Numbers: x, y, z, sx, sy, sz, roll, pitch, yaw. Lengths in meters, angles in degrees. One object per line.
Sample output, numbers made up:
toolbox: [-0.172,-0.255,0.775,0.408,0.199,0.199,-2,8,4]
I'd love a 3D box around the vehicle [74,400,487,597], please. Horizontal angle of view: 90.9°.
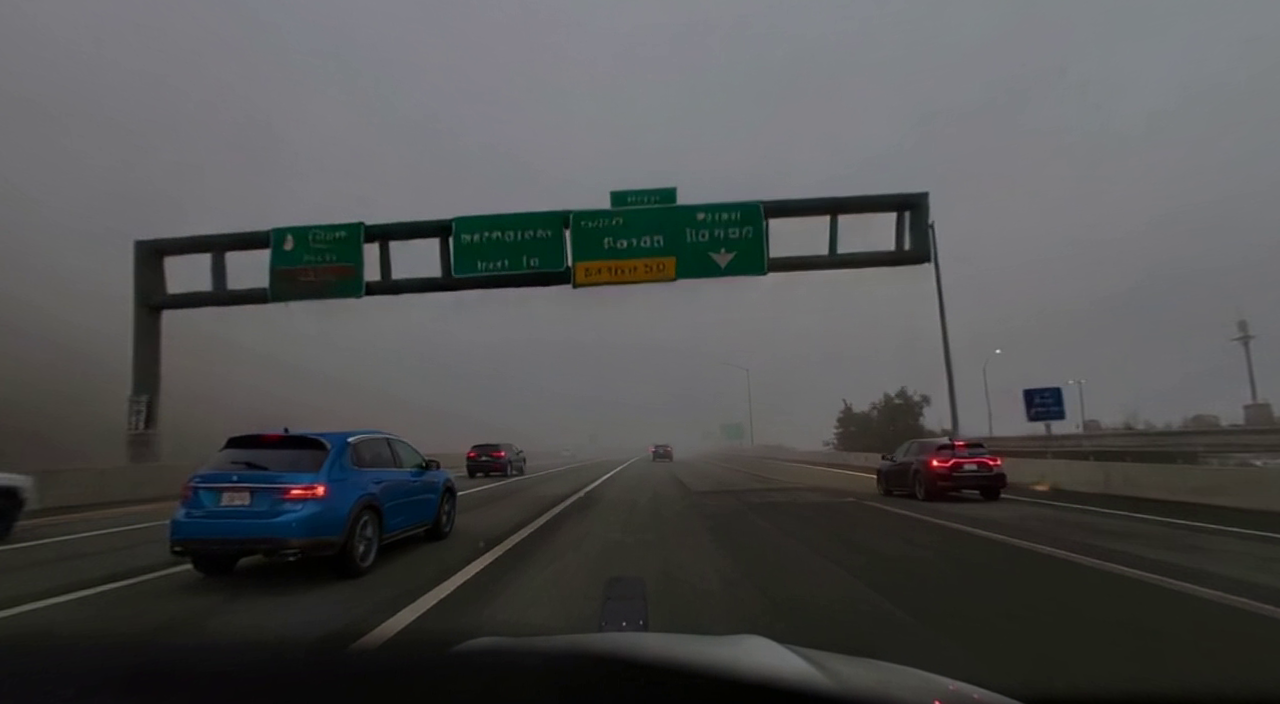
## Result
vehicle: [-3.839,1.677,8.231,2.210,1.730,5.133,-1,-8,2]

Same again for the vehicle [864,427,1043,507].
vehicle: [7.387,2.753,15.528,2.122,1.646,4.491,0,-8,1]

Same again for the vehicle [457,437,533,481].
vehicle: [-6.264,4.679,27.846,2.076,1.730,4.537,-1,-8,3]

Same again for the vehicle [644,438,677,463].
vehicle: [1.654,7.688,49.210,2.172,1.824,5.031,-1,-8,6]
